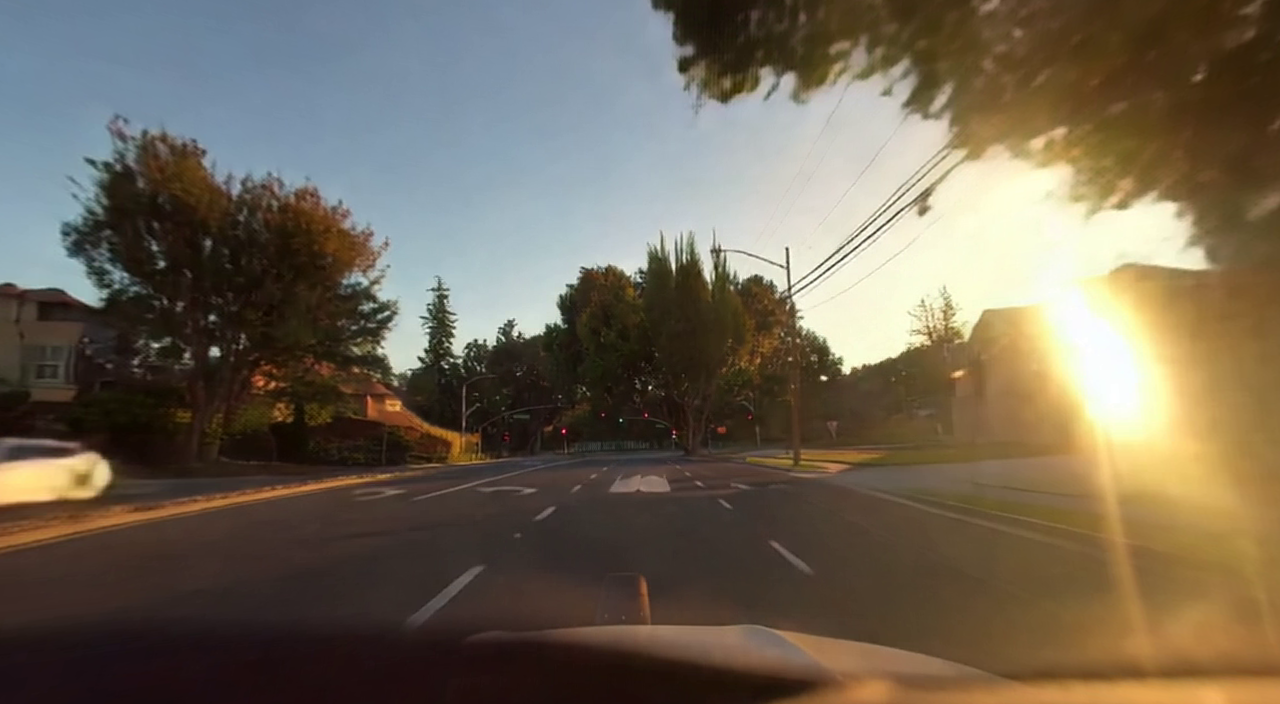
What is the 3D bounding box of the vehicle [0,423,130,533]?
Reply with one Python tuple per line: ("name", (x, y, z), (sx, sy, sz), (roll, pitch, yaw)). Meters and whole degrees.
("vehicle", (-11.915, 2.194, 10.938), (2.045, 1.847, 4.674), (-1, -8, 0))
